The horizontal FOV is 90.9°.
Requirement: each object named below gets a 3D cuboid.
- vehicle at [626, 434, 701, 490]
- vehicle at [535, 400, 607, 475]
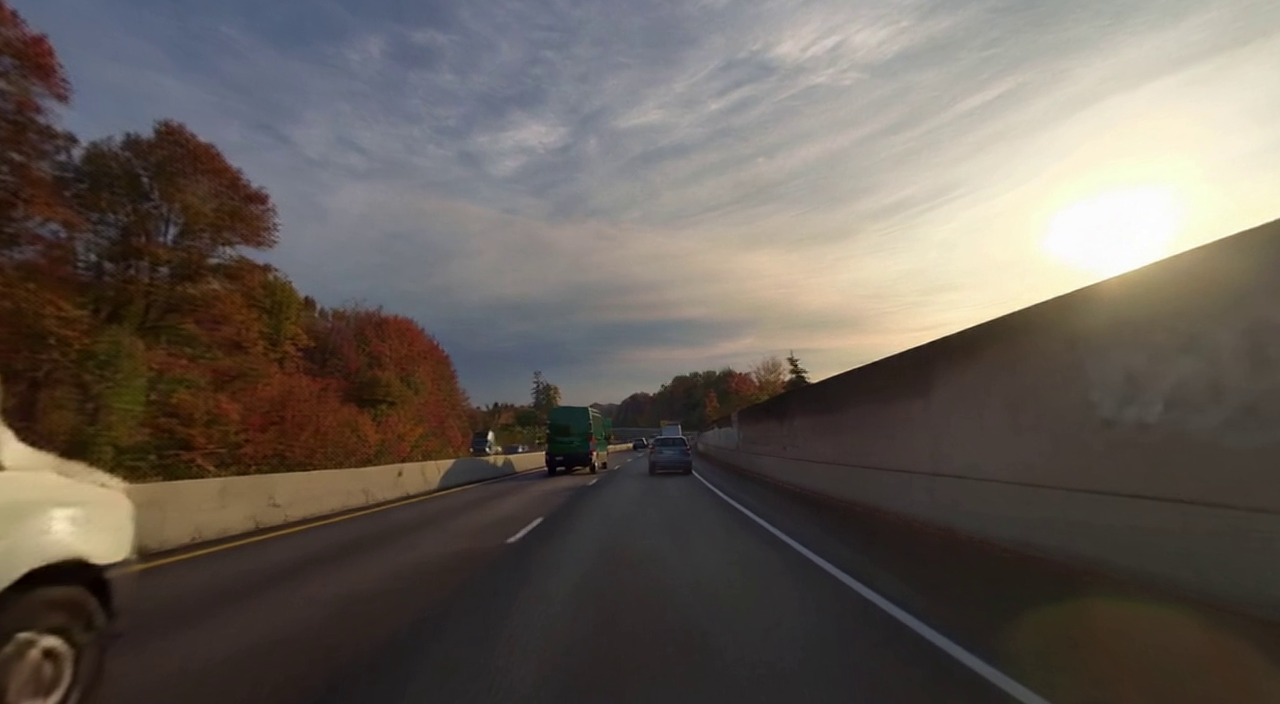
[{"bbox_3d":[0.681,3.296,19.229,2.071,1.487,3.948,0,-8,1],"label":"vehicle"},{"bbox_3d":[-2.688,3.533,26.034,2.334,2.769,5.087,0,-8,0],"label":"vehicle"}]
